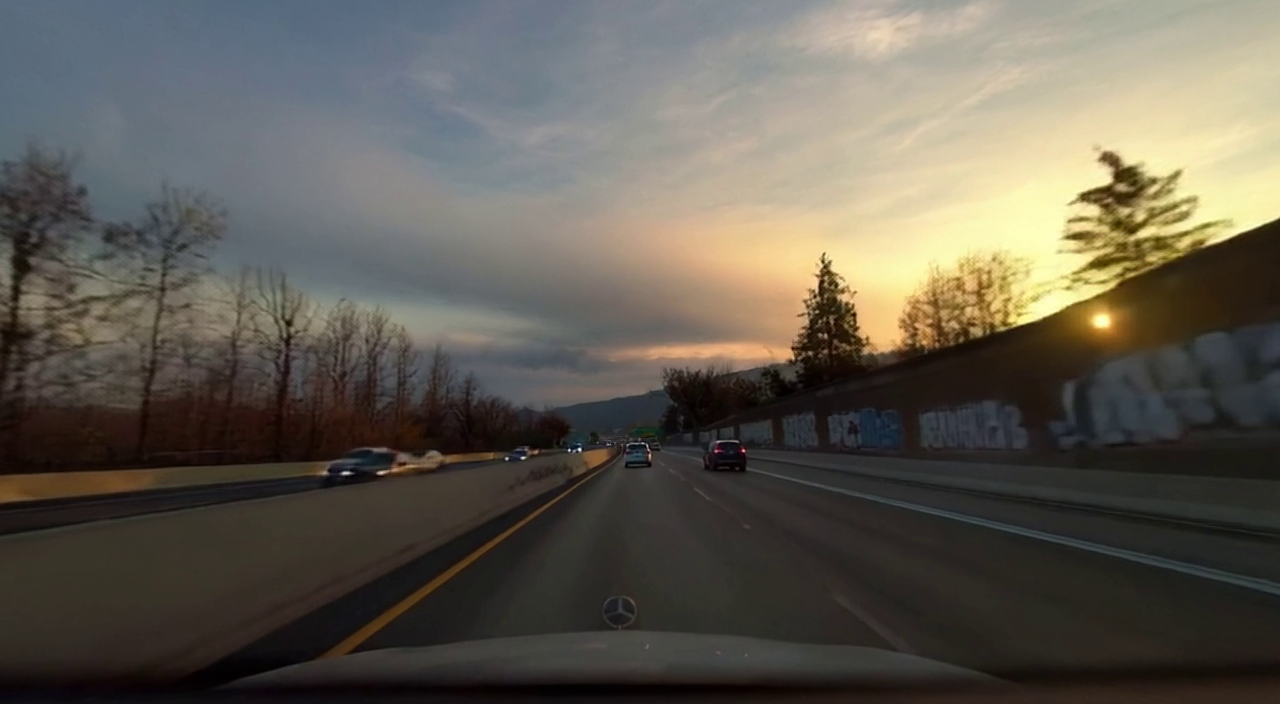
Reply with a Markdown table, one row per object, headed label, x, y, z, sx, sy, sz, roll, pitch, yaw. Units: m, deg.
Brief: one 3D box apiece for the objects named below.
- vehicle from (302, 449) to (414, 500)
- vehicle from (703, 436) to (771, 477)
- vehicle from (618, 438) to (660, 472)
| label | x | y | z | sx | sy | sz | roll | pitch | yaw |
| --- | --- | --- | --- | --- | --- | --- | --- | --- | --- |
| vehicle | -9.358 | 4.046 | 21.222 | 1.853 | 1.505 | 4.218 | -1 | -9 | 0 |
| vehicle | 4.137 | 4.528 | 27.356 | 2.303 | 1.614 | 4.154 | -1 | -9 | 0 |
| vehicle | -0.086 | 5.496 | 33.519 | 2.095 | 1.671 | 4.219 | 0 | -9 | -1 |
